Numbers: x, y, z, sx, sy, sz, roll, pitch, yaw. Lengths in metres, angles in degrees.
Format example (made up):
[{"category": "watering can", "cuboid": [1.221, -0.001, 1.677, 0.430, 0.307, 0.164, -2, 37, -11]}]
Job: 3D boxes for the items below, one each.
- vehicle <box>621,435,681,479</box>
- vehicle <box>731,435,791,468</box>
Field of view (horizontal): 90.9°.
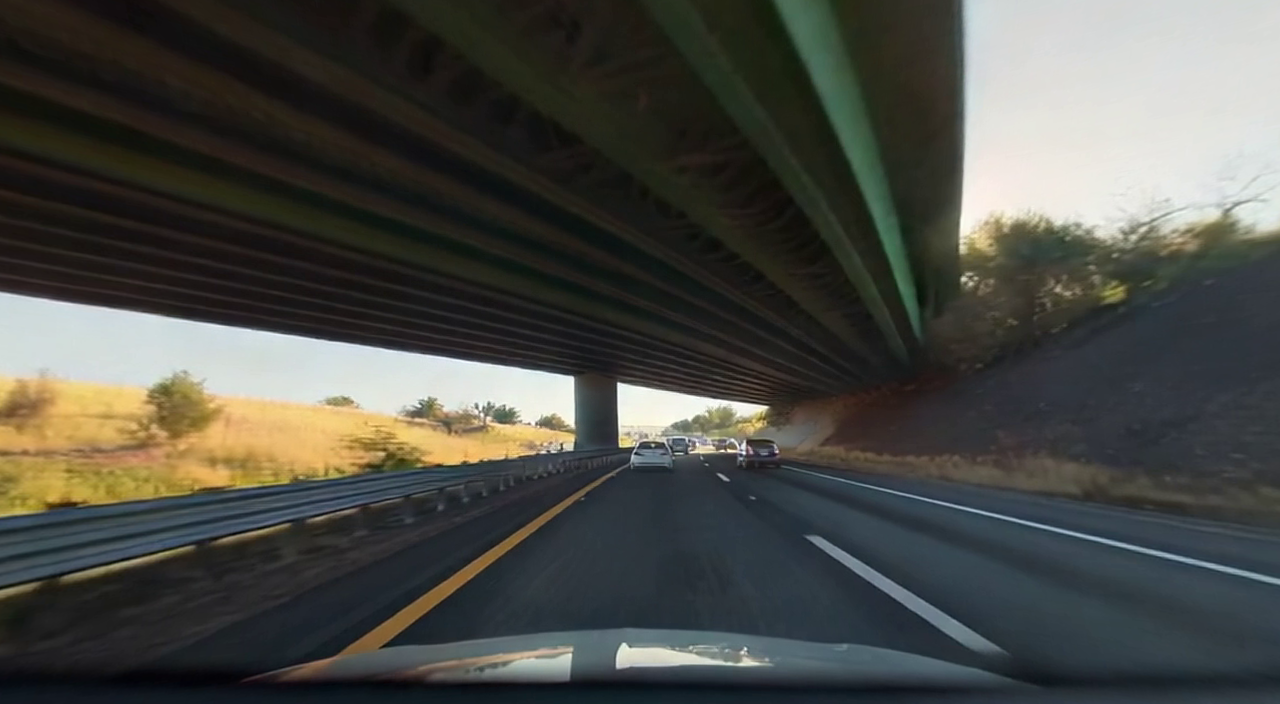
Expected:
[{"category": "vehicle", "cuboid": [0.466, 3.803, 23.097, 1.993, 1.461, 3.812, -1, -8, 3]}, {"category": "vehicle", "cuboid": [5.776, 4.806, 30.585, 2.163, 1.489, 4.470, 0, -8, 2]}]
